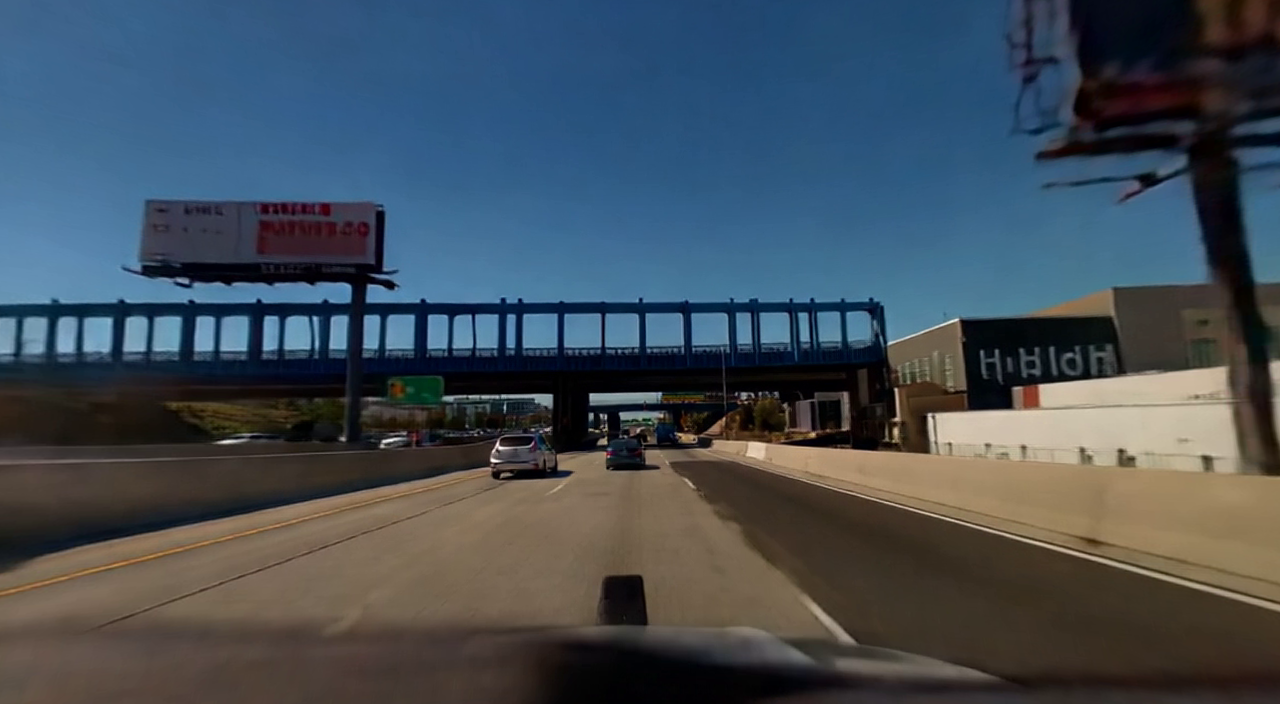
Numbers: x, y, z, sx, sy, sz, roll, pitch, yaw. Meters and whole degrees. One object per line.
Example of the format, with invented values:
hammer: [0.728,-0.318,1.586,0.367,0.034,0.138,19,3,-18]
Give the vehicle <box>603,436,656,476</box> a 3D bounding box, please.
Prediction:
vehicle: [-0.373,4.001,24.509,1.877,1.386,3.872,0,-8,0]

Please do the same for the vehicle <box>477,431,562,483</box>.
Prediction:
vehicle: [-4.001,3.563,21.650,2.064,1.589,4.213,0,-8,0]

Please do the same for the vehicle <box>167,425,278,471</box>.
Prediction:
vehicle: [-32.327,7.491,49.370,2.971,3.275,8.321,0,-8,-1]

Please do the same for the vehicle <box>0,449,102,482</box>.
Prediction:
vehicle: [-30.222,5.676,31.865,1.817,1.460,4.548,-1,-8,4]

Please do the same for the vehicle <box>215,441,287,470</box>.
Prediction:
vehicle: [-28.711,7.641,46.776,2.051,1.965,4.929,0,-8,1]
